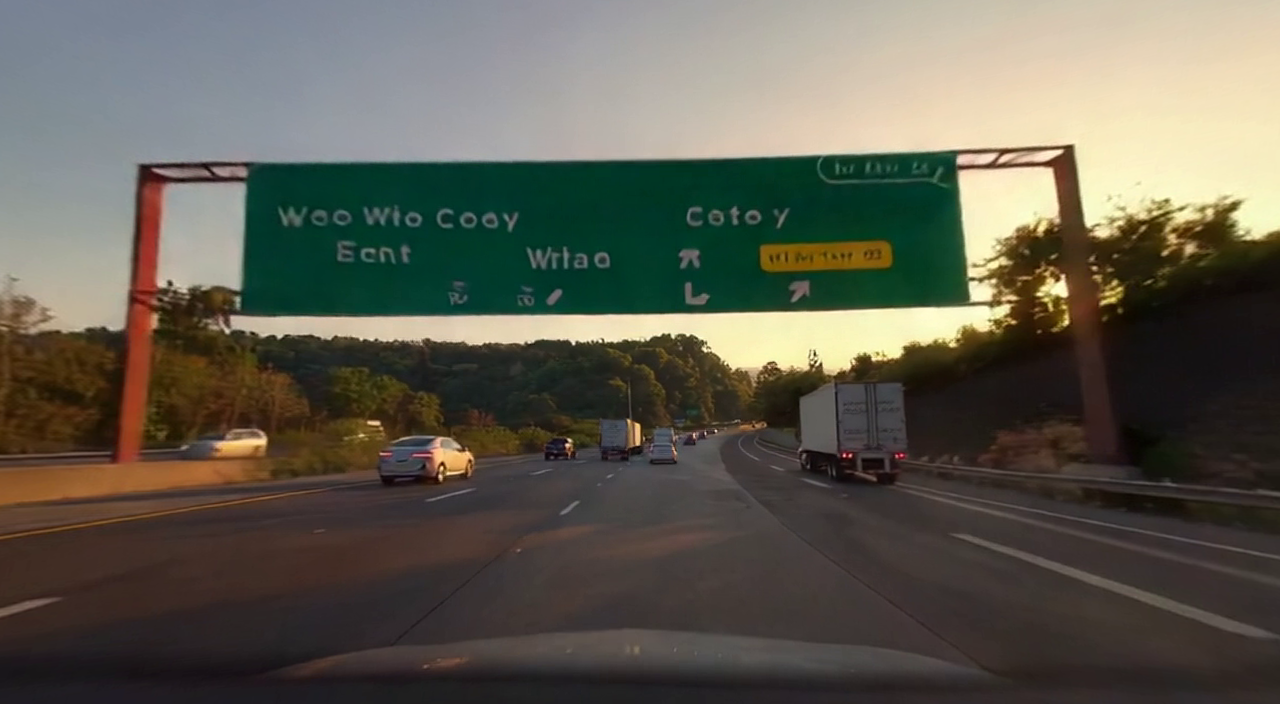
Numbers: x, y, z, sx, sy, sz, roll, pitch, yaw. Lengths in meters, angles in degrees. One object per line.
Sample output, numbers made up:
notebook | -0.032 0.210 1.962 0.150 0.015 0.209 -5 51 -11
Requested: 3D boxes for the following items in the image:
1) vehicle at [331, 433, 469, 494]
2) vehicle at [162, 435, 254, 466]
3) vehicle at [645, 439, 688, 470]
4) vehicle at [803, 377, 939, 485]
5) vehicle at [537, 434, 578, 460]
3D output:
vehicle | -6.588 3.110 17.986 1.950 1.485 4.589 0 -9 3
vehicle | -27.328 6.244 40.150 2.144 1.833 4.973 0 -9 2
vehicle | 1.352 5.391 33.318 2.105 1.502 4.068 0 -8 1
vehicle | 8.537 3.149 24.543 2.895 3.484 7.631 -1 -9 5
vehicle | -6.209 7.277 48.221 2.272 1.850 5.156 0 -8 2
